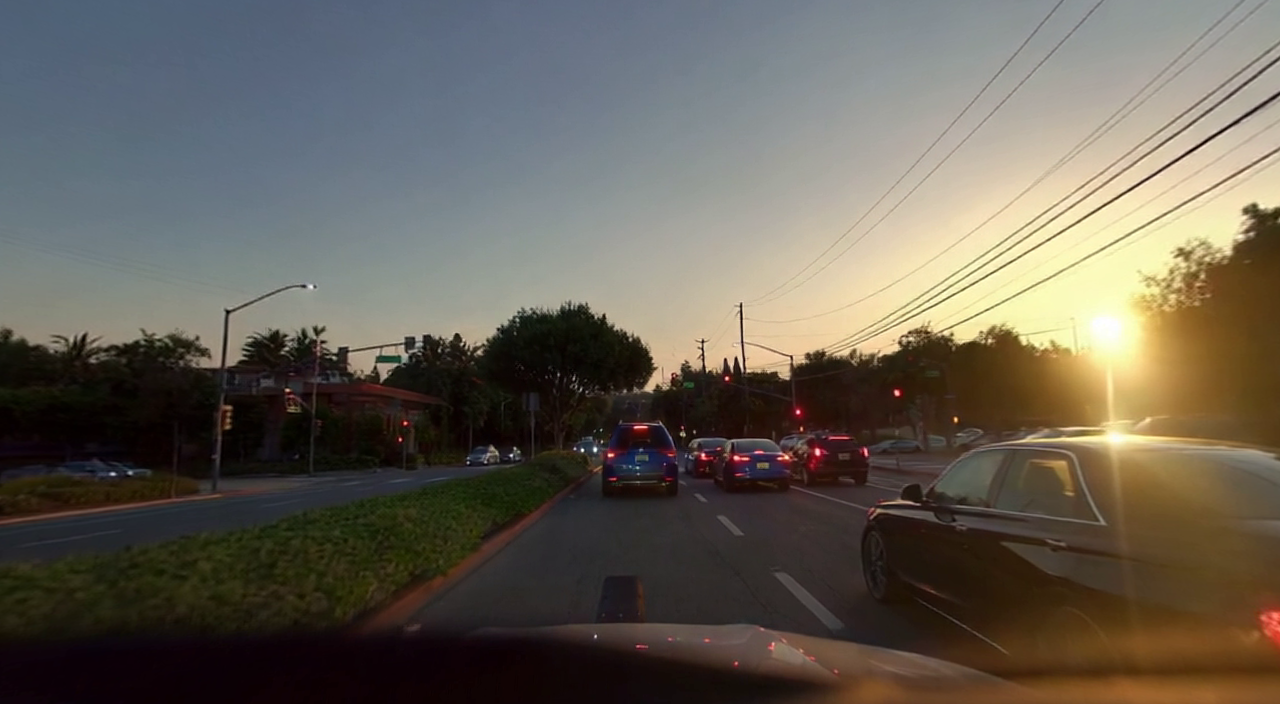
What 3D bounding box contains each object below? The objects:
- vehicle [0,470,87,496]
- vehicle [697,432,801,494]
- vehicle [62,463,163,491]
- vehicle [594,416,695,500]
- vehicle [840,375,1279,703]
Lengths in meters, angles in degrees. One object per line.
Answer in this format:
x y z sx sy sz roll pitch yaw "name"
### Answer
-37.918 8.179 39.519 4.625 1.455 2.029 0 -8 -3 "vehicle"
2.861 3.042 17.631 2.025 1.477 4.333 0 -8 -1 "vehicle"
-33.181 7.845 39.843 4.550 1.601 1.766 1 -9 -6 "vehicle"
0.088 2.722 16.550 2.236 1.856 4.816 0 -8 0 "vehicle"
2.777 1.024 3.305 2.004 1.460 4.297 0 -8 -1 "vehicle"
